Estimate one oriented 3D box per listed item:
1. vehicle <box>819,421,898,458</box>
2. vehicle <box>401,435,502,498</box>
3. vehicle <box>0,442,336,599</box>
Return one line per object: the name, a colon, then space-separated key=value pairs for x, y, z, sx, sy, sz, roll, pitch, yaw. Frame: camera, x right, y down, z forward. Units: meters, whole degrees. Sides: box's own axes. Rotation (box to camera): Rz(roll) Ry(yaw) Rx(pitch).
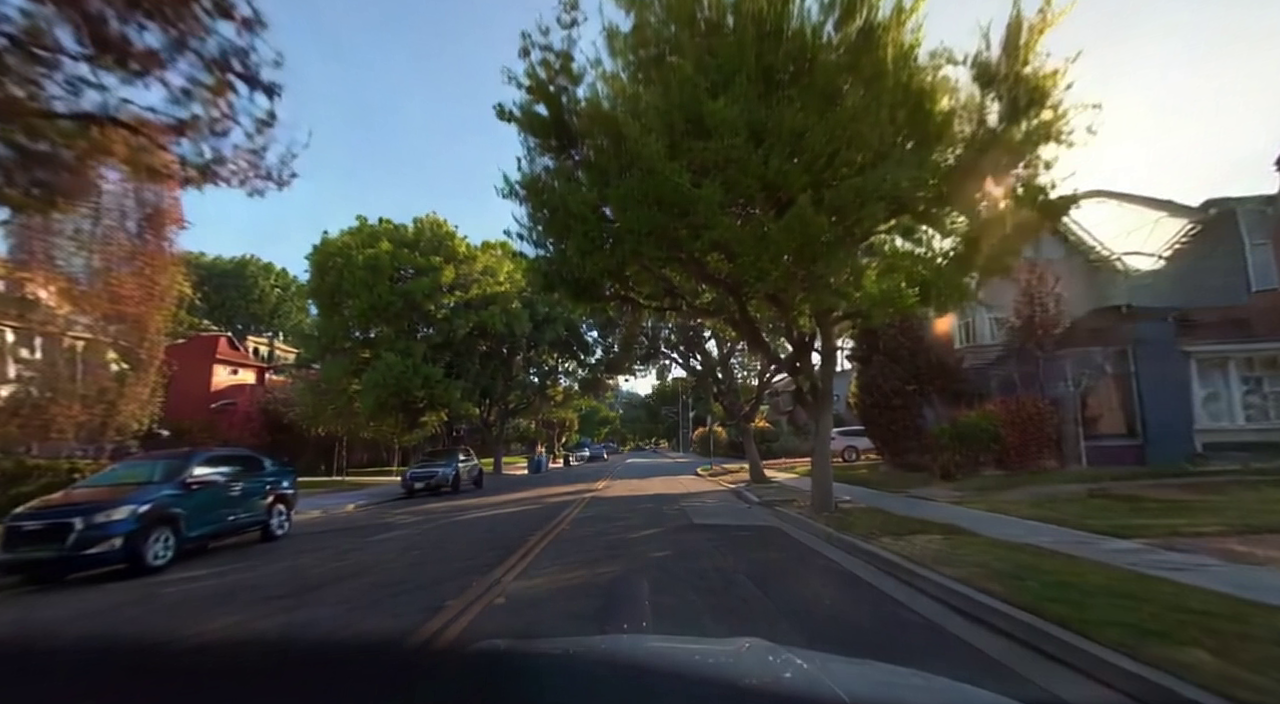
vehicle: x=11.288 y=4.581 z=32.980 sx=2.189 sy=1.756 sz=5.053 roll=1 pitch=-8 yaw=-2
vehicle: x=-6.465 y=3.921 z=22.231 sx=2.169 sy=1.871 sz=4.762 roll=-2 pitch=-8 yaw=-1
vehicle: x=-6.377 y=2.138 z=9.012 sx=1.945 sy=1.530 sz=4.430 roll=-4 pitch=-8 yaw=-1
